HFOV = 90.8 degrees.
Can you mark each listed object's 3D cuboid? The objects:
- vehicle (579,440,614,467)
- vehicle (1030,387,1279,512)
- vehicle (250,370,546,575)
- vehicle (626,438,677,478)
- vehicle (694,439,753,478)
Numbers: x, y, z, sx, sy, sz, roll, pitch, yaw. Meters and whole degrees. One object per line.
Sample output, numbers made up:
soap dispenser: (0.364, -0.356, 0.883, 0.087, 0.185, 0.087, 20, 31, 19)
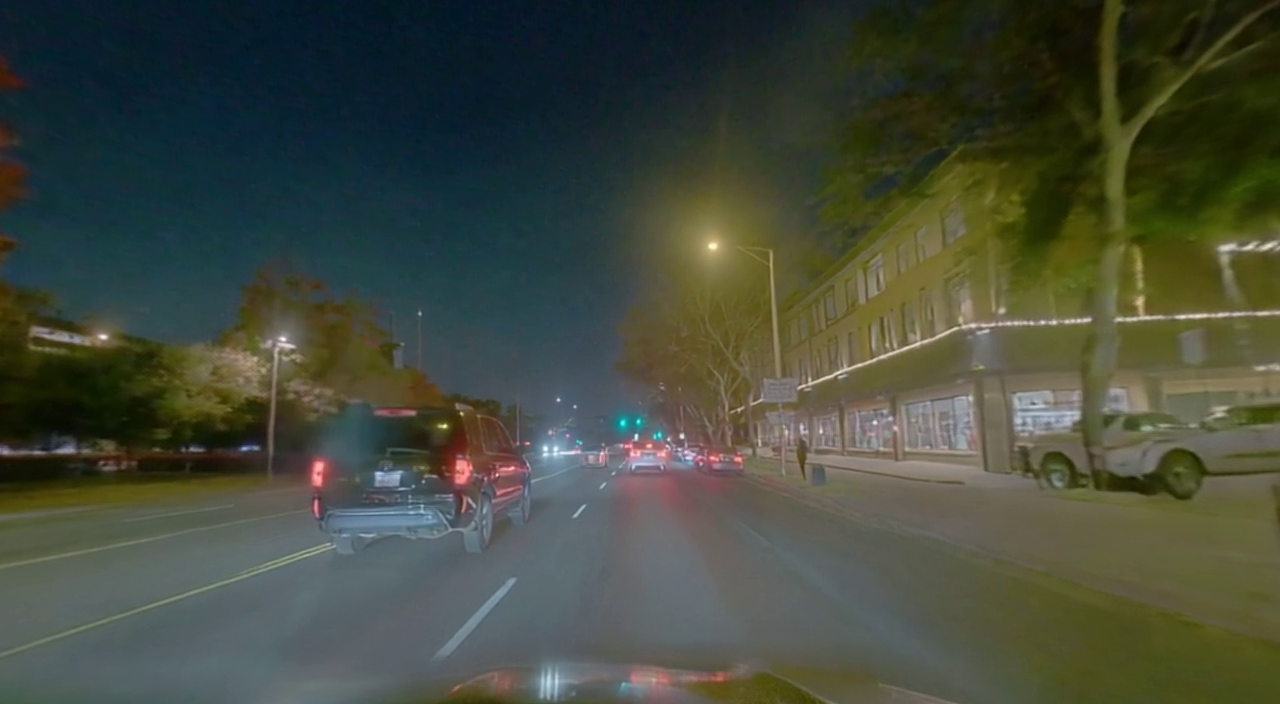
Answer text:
vehicle: (-2.896, 6.870, 42.909, 2.028, 1.689, 4.162, 0, -9, 1)
vehicle: (10.589, 1.910, 12.580, 2.062, 1.897, 5.751, 0, -8, 1)
vehicle: (-2.896, 1.620, 9.188, 2.213, 2.123, 5.124, 0, -9, 0)
vehicle: (0.484, 4.761, 28.641, 2.126, 1.657, 4.132, 0, -9, 0)
vehicle: (3.803, 4.947, 29.664, 1.947, 1.646, 4.782, 0, -9, -2)
